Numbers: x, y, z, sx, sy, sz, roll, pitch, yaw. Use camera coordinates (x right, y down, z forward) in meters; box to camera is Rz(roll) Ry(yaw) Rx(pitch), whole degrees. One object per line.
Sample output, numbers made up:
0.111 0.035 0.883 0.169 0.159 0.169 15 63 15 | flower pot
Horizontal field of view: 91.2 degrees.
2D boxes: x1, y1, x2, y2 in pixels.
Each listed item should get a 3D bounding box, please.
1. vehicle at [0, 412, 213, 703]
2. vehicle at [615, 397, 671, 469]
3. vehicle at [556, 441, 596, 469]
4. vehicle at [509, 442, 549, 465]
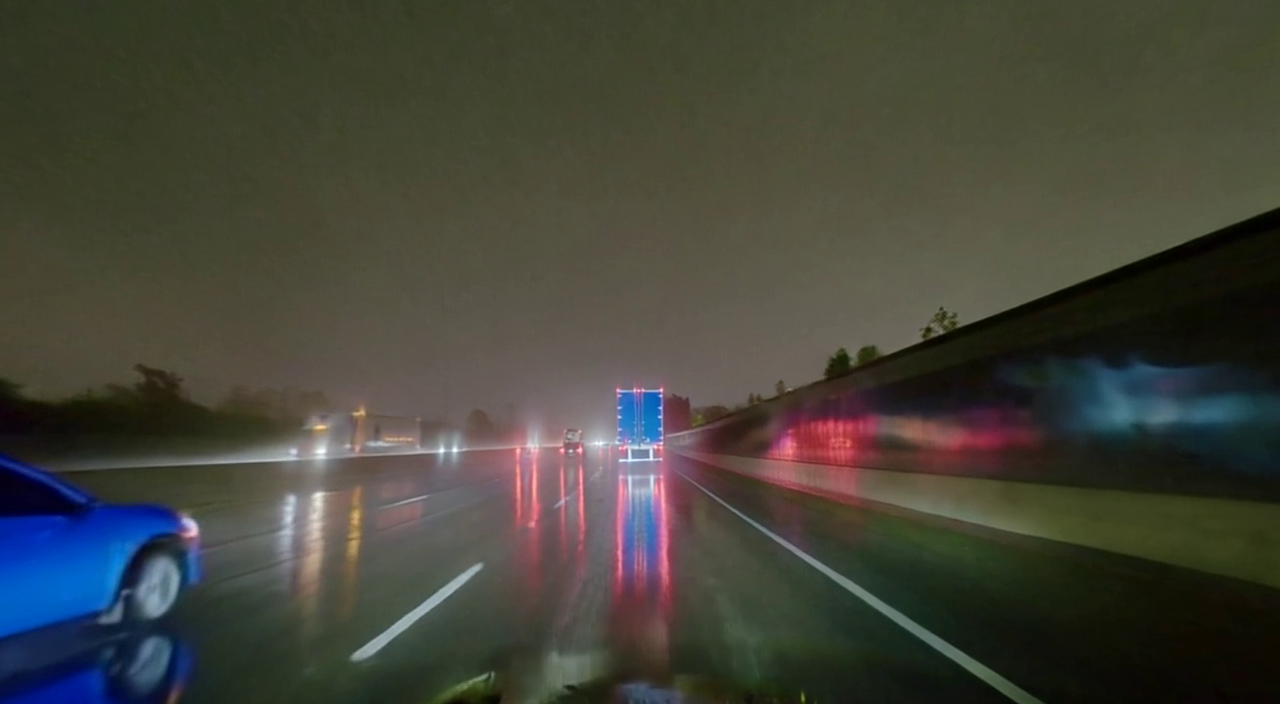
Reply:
-4.264 1.019 2.881 1.895 1.500 3.808 0 -9 0 | vehicle
0.124 5.436 41.141 3.123 4.094 10.812 0 -9 0 | vehicle
-3.810 6.213 38.075 2.006 1.572 4.082 0 -9 0 | vehicle
-7.820 7.183 44.552 1.968 1.507 4.673 -1 -9 0 | vehicle
